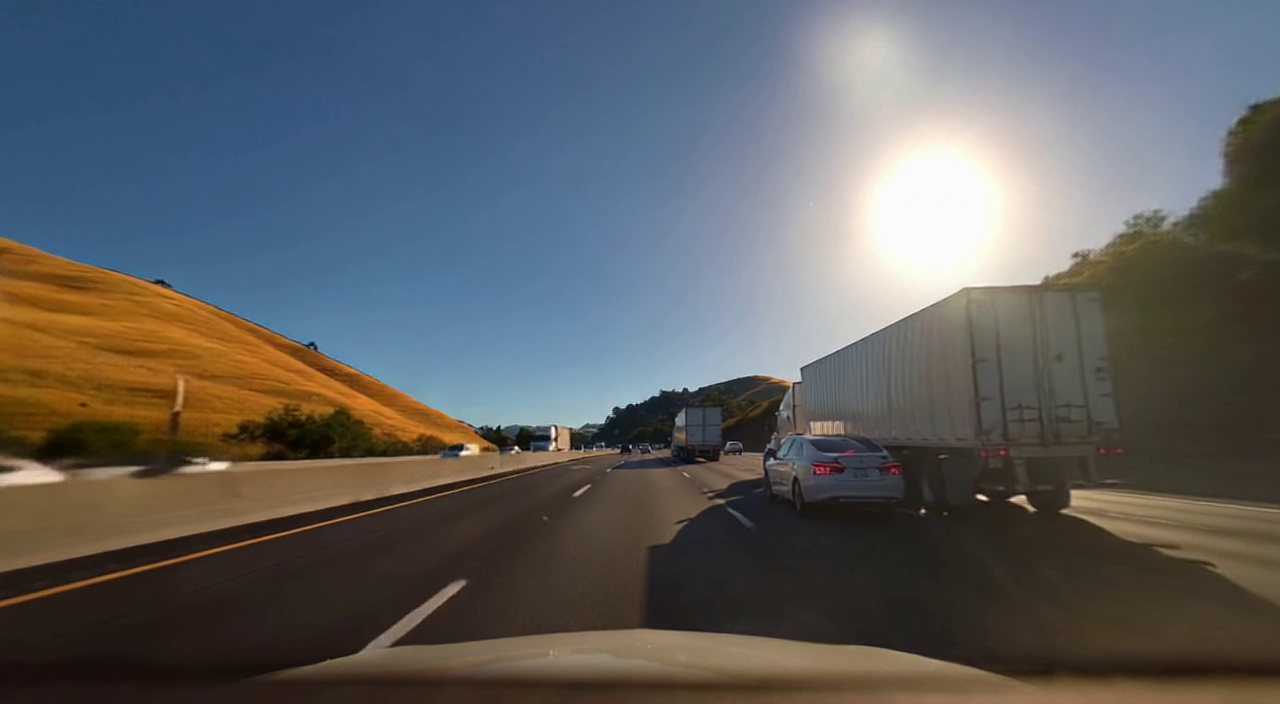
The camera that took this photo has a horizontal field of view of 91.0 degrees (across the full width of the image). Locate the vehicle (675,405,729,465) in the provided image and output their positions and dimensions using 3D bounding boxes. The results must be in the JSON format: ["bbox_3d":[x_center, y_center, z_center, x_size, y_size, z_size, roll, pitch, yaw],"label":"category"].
[{"bbox_3d":[4.471,6.403,47.896,3.049,3.968,10.706,0,-9,0],"label":"vehicle"}]

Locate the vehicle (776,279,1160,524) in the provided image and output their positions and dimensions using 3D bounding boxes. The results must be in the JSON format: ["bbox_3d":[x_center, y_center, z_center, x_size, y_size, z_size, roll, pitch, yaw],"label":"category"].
[{"bbox_3d":[7.263,1.996,18.804,2.947,4.199,16.175,0,-9,1],"label":"vehicle"}]

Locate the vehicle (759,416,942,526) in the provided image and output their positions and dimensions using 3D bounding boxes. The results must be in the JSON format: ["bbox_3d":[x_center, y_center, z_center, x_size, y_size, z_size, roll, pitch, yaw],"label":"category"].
[{"bbox_3d":[3.750,2.220,12.187,2.055,1.737,4.224,0,-9,0],"label":"vehicle"}]

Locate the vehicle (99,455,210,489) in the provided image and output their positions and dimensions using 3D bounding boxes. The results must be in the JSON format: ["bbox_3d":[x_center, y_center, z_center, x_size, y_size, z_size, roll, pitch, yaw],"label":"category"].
[{"bbox_3d":[-24.056,5.922,31.465,1.865,1.484,4.546,0,-9,1],"label":"vehicle"}]
